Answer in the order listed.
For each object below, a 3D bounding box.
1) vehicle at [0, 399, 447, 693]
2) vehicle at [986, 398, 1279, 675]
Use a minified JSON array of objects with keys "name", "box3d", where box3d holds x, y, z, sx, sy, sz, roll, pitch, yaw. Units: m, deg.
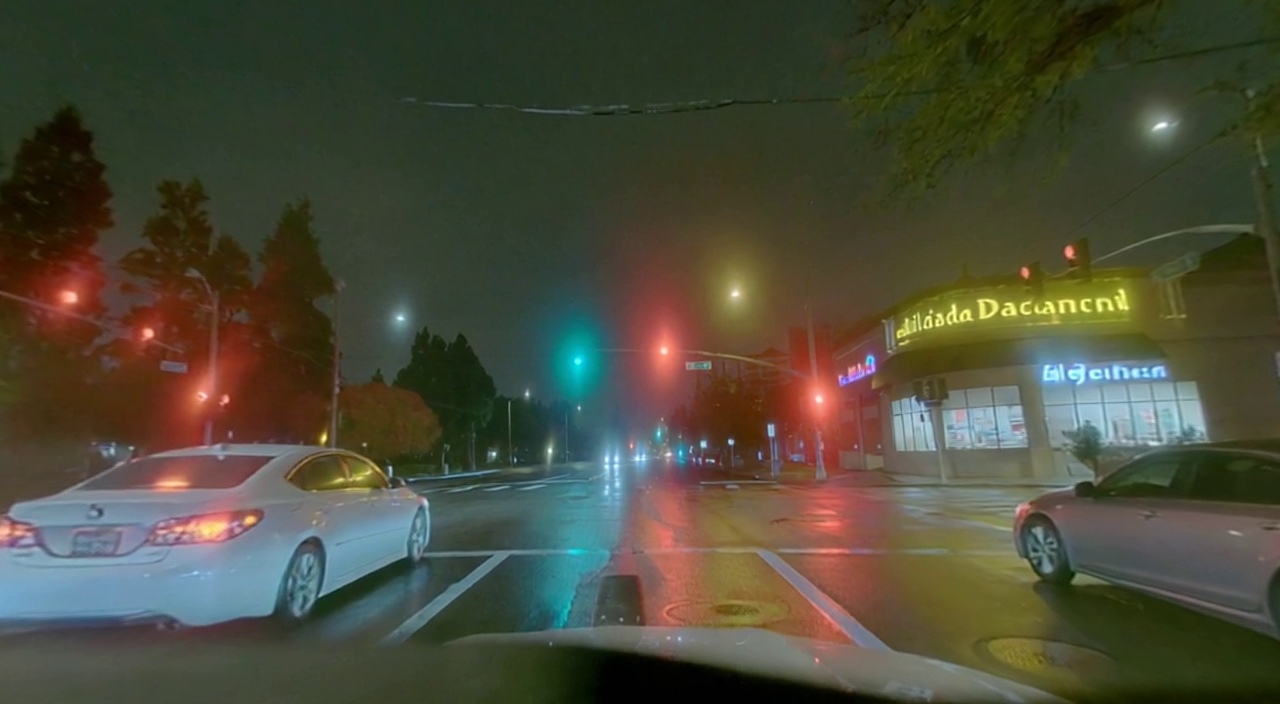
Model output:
[{"name":"vehicle","box3d":[-3.443,1.402,5.724,1.947,1.627,4.248,0,-9,1]},{"name":"vehicle","box3d":[4.902,1.260,4.746,2.039,1.655,4.495,0,-9,1]}]
